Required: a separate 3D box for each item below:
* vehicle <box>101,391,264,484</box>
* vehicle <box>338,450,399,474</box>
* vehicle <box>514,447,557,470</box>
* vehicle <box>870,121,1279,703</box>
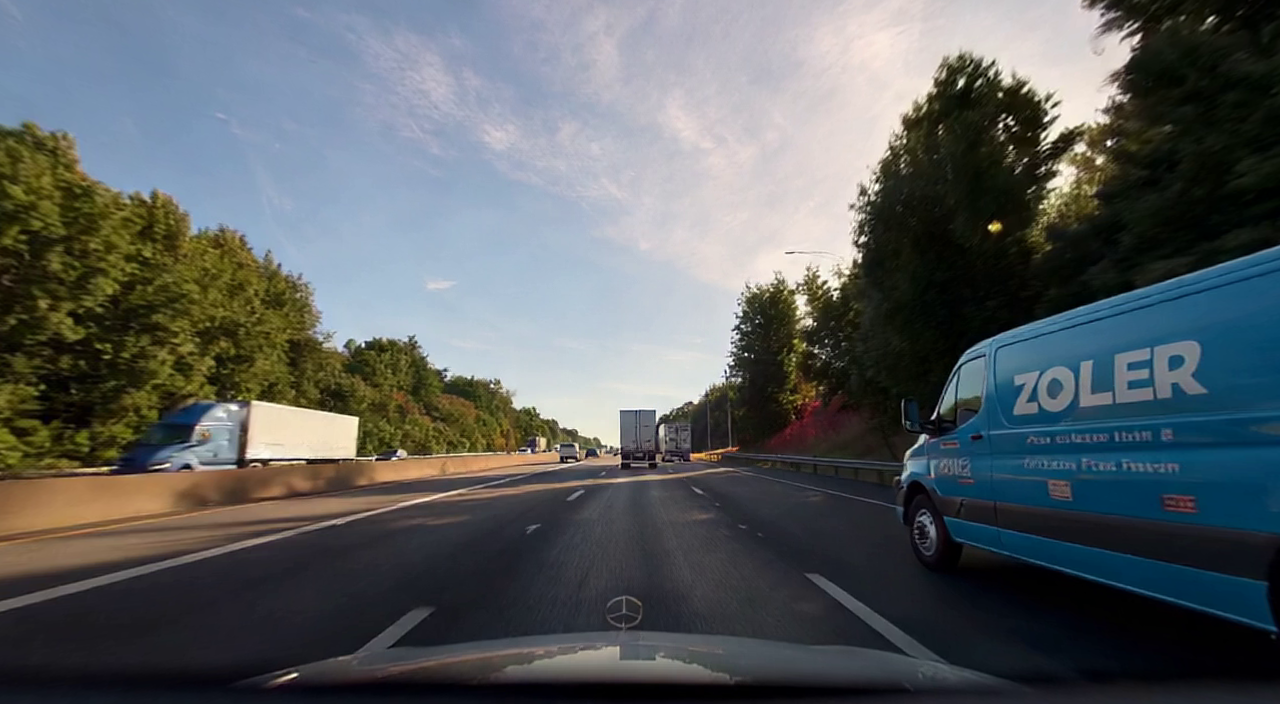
[{"bbox_3d":[-21.063,4.048,29.588,2.997,3.912,5.928,0,-9,0],"label":"vehicle"},{"bbox_3d":[-17.403,7.020,40.629,1.945,1.440,4.397,0,-9,0],"label":"vehicle"},{"bbox_3d":[-6.999,7.187,42.724,2.069,1.495,4.698,0,-9,0],"label":"vehicle"},{"bbox_3d":[3.845,0.598,4.052,2.338,2.690,6.025,0,-9,-1],"label":"vehicle"}]
